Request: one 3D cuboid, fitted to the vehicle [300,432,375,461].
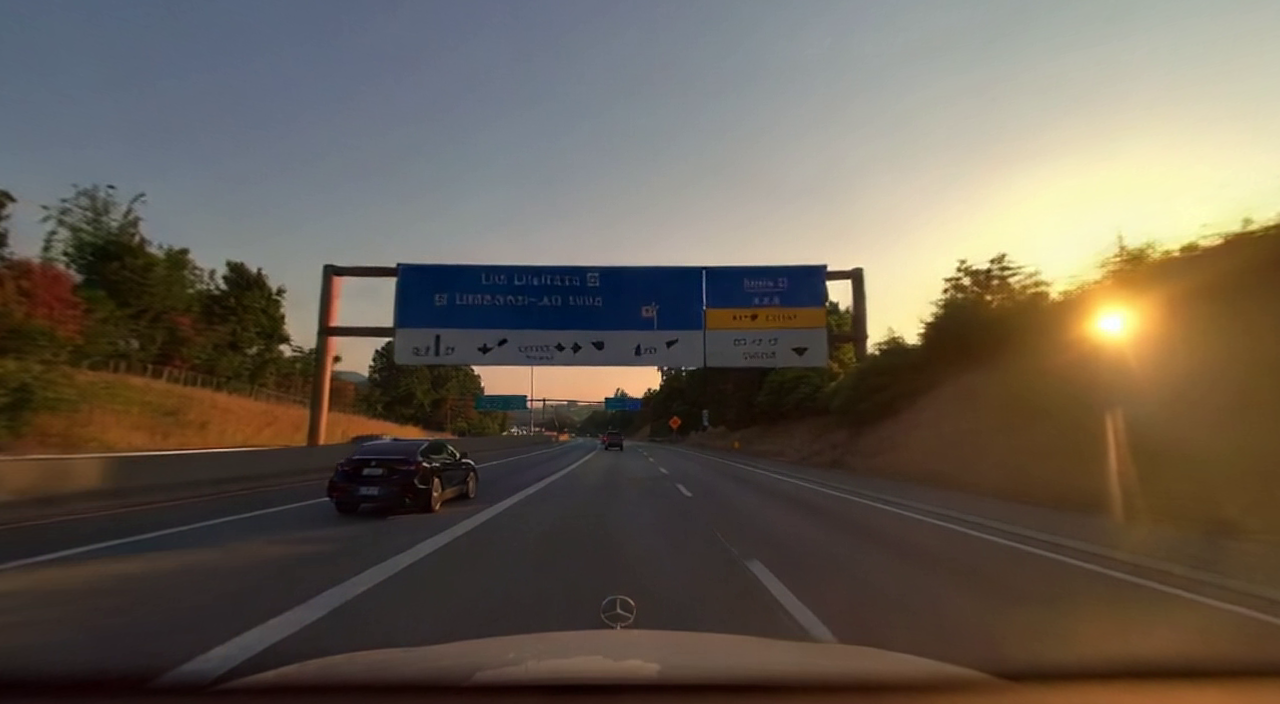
[{"bbox_3d":[-16.201,5.059,33.975,2.064,1.413,4.141,0,-8,-1],"label":"vehicle"}]

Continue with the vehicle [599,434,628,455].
[{"bbox_3d":[-1.899,6.681,45.631,2.000,1.491,3.913,0,-8,-2],"label":"vehicle"}]
